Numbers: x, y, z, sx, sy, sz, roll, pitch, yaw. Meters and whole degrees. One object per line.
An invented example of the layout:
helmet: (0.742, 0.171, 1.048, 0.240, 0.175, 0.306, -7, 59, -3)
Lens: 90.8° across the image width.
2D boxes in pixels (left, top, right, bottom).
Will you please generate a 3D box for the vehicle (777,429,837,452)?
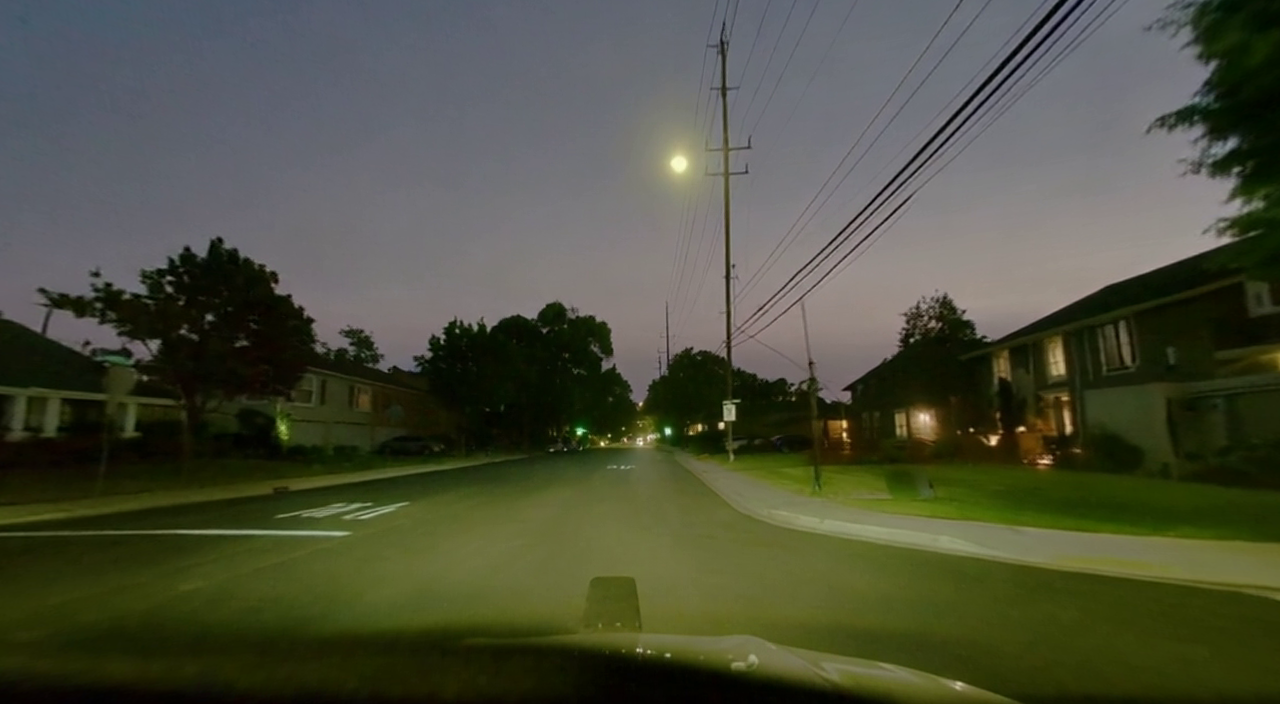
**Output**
vehicle: (12.828, 6.826, 48.758, 4.122, 1.610, 1.888, -1, -6, 2)

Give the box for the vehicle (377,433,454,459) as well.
vehicle: (-15.249, 6.383, 43.104, 4.500, 1.714, 1.924, -1, -8, 7)
